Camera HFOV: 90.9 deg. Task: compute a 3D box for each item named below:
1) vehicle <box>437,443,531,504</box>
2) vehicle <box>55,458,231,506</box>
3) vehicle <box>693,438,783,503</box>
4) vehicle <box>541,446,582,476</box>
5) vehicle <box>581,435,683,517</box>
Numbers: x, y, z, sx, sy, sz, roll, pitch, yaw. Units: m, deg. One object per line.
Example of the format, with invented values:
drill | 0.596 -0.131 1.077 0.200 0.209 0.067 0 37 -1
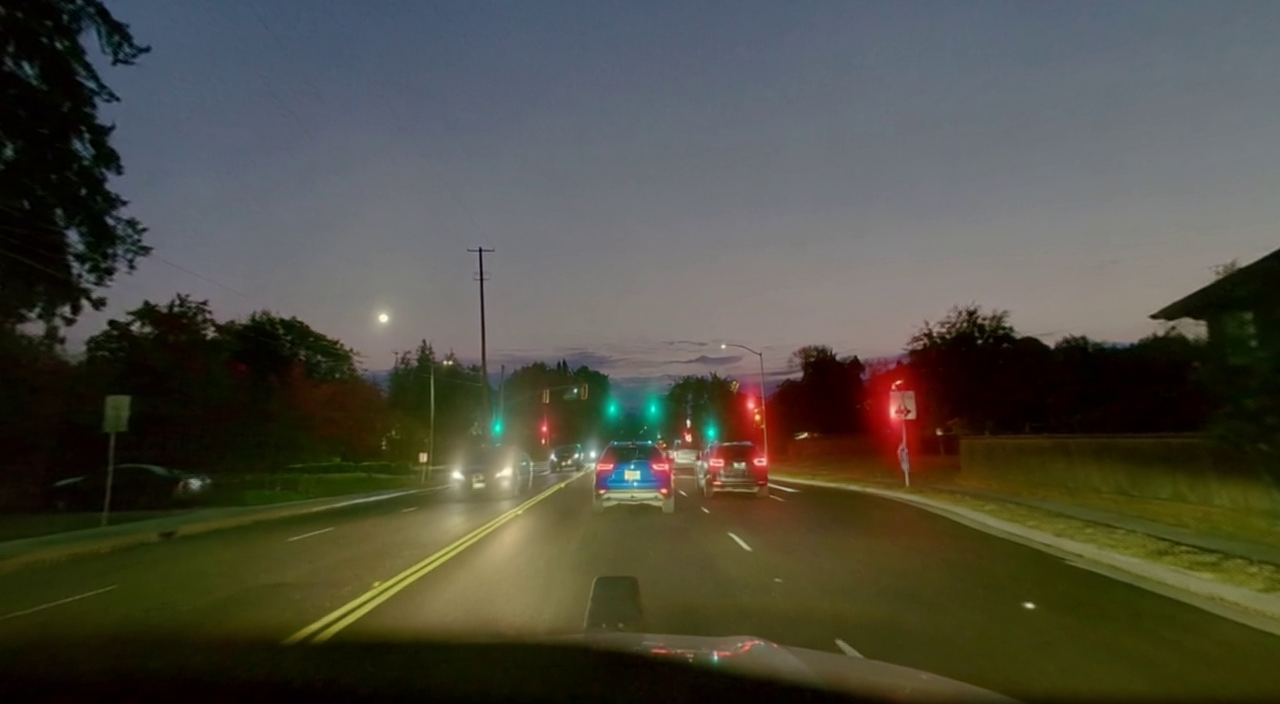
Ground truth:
vehicle | -4.817 3.782 20.080 2.063 1.727 3.923 0 -8 -1
vehicle | -16.493 4.308 21.084 4.245 1.446 1.827 0 -8 -2
vehicle | 2.832 3.547 19.320 1.967 1.756 4.281 0 -8 -1
vehicle | -5.314 7.427 43.334 2.197 1.882 4.973 0 -8 0
vehicle | -0.196 2.941 15.458 2.151 1.695 4.100 0 -8 -1
